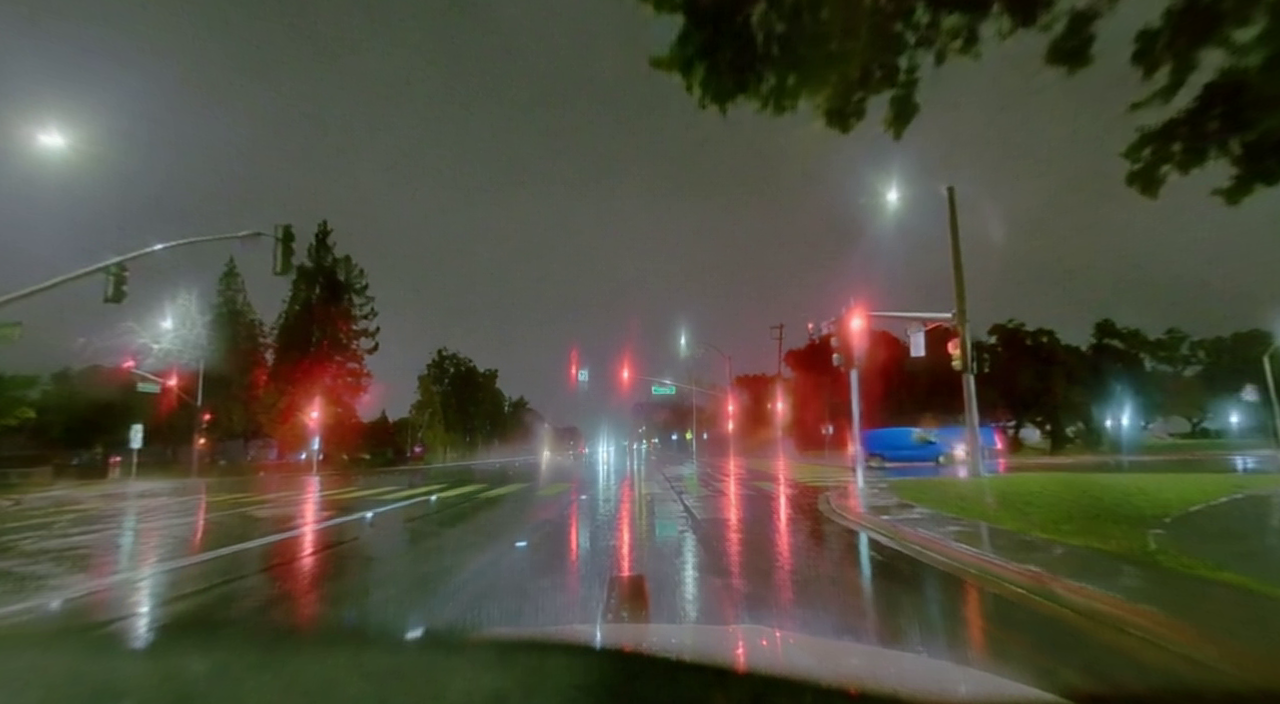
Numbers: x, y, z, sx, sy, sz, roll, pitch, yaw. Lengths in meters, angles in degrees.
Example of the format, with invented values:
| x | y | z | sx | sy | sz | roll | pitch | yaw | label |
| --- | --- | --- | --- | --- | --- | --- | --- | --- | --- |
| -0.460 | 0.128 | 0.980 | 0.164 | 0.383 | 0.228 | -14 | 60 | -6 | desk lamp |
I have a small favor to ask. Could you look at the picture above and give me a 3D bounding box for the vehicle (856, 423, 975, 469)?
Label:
| x | y | z | sx | sy | sz | roll | pitch | yaw | label |
| --- | --- | --- | --- | --- | --- | --- | --- | --- | --- |
| 12.296 | 4.262 | 28.465 | 4.536 | 1.965 | 1.780 | -2 | -9 | 11 | vehicle |
